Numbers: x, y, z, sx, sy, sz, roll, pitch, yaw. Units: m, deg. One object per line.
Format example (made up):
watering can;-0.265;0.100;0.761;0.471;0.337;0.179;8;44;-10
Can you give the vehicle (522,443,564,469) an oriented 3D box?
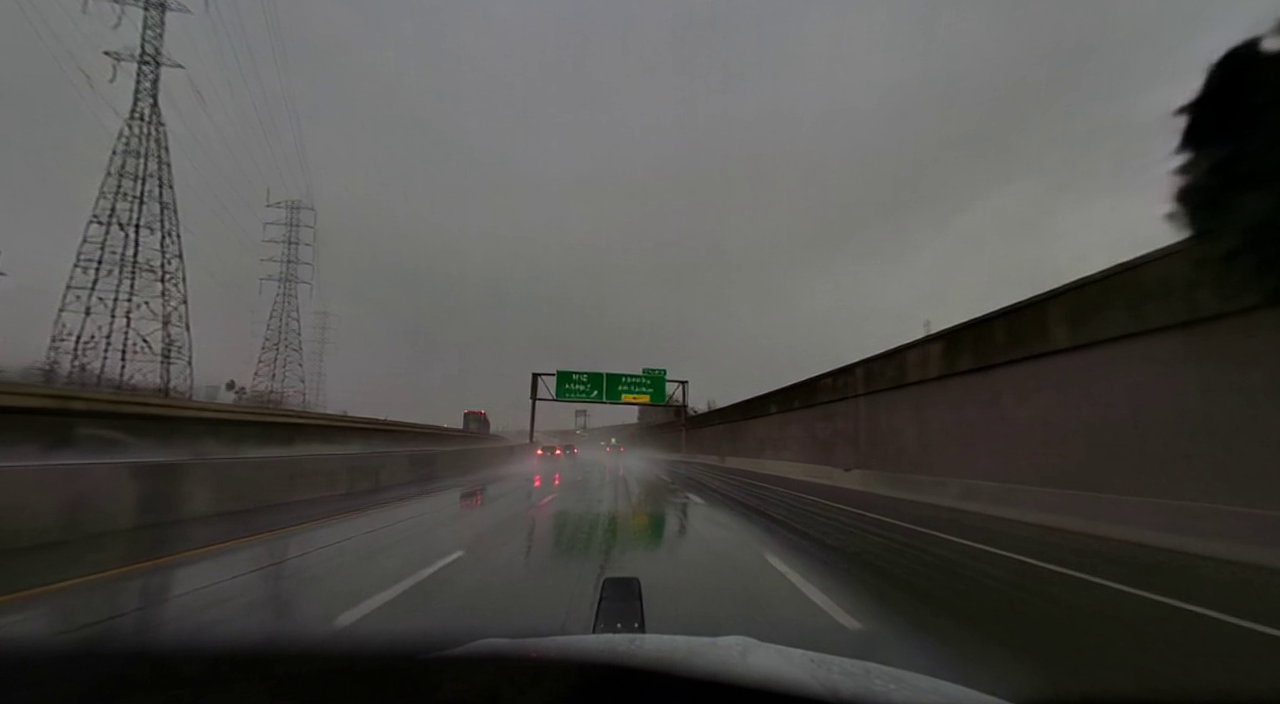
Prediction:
vehicle;-5.597;6.021;36.931;1.921;1.420;4.078;0;-8;-2
